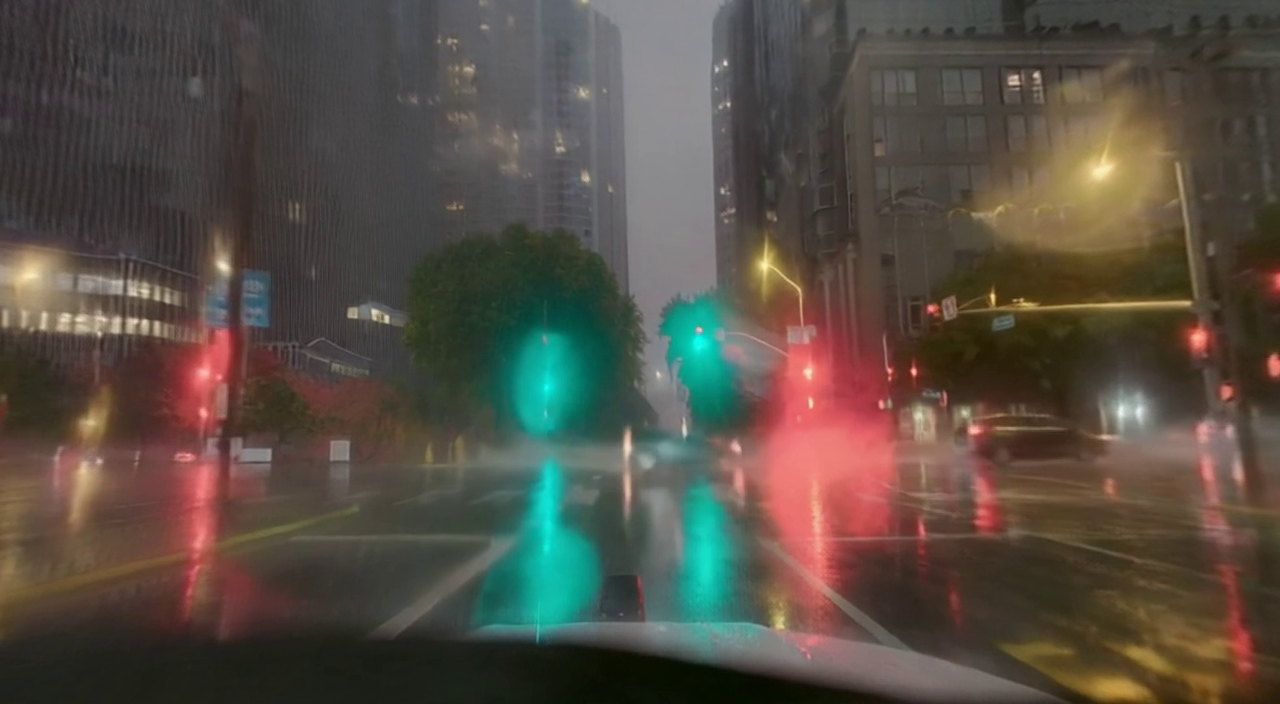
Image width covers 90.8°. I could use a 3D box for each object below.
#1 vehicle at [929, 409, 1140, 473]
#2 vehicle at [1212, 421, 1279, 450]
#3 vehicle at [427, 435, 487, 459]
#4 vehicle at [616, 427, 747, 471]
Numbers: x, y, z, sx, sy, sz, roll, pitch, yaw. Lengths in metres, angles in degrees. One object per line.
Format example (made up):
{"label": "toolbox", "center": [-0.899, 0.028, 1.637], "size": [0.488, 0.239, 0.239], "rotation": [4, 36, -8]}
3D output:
{"label": "vehicle", "center": [12.936, 2.932, 20.971], "size": [5.659, 1.967, 2.149], "rotation": [1, -8, -6]}
{"label": "vehicle", "center": [32.386, 4.317, 32.444], "size": [4.253, 1.429, 1.807], "rotation": [0, -8, -3]}
{"label": "vehicle", "center": [-11.863, 6.205, 41.216], "size": [1.964, 1.476, 4.593], "rotation": [-2, -9, 9]}
{"label": "vehicle", "center": [1.440, 3.496, 22.946], "size": [4.482, 1.492, 1.805], "rotation": [0, -9, -6]}
